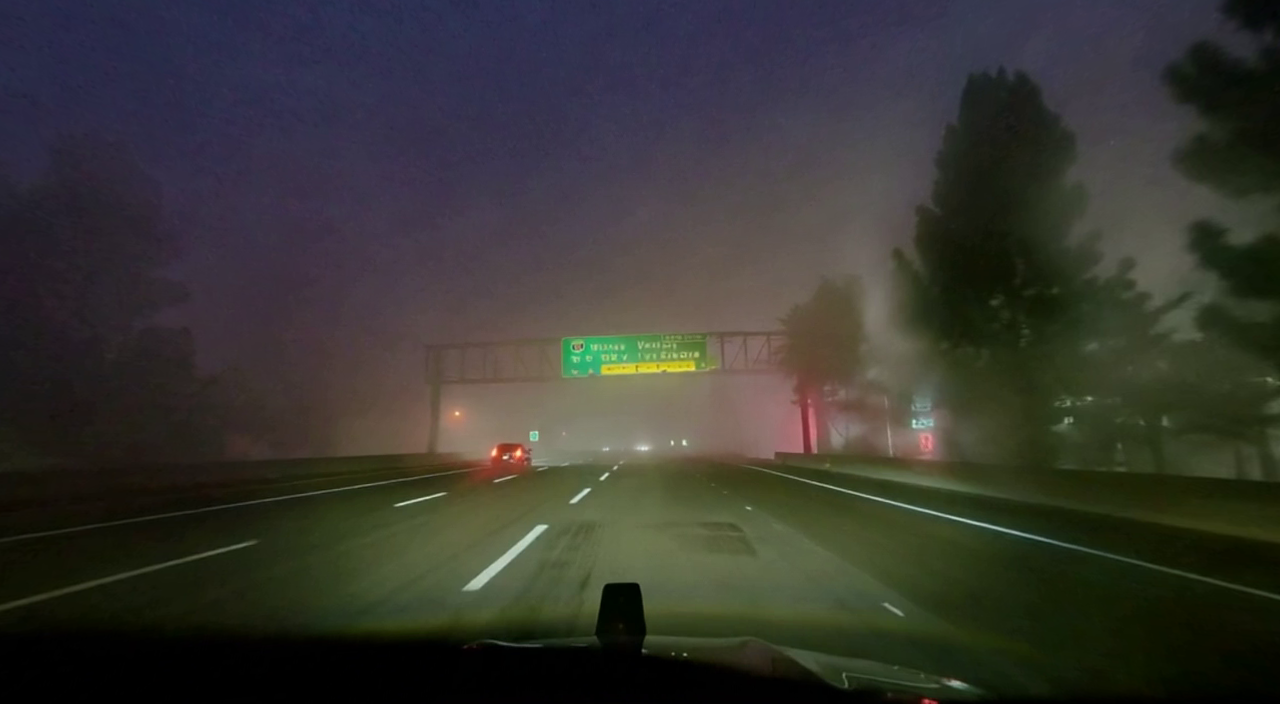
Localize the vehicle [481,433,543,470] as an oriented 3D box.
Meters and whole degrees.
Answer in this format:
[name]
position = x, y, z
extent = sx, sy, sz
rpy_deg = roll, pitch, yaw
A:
[vehicle]
position = -6.587, 5.173, 32.922
extent = 2.145, 1.793, 4.762
rpy_deg = 0, -8, 1
